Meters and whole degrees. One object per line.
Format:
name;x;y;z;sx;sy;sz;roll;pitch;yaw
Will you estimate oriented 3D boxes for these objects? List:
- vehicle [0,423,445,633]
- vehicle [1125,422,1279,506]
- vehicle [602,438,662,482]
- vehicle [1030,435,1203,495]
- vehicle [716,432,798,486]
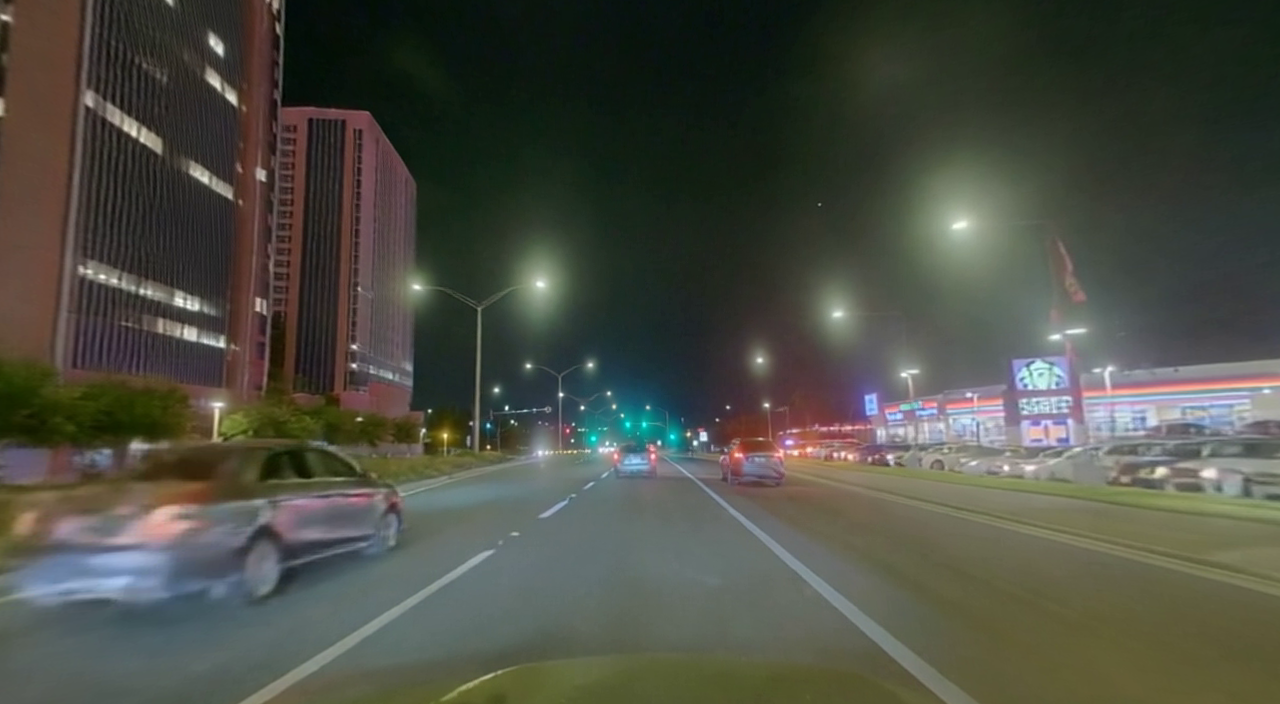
vehicle;-3.877;1.589;6.864;2.029;1.482;4.591;0;-8;0
vehicle;13.993;2.598;15.071;4.445;1.727;2.013;4;-9;-29
vehicle;-0.259;3.955;23.379;2.059;1.477;3.988;0;-8;0
vehicle;13.328;3.080;17.624;4.282;1.469;2.035;4;-9;-26
vehicle;3.952;3.684;22.014;2.007;1.683;4.171;0;-8;0
